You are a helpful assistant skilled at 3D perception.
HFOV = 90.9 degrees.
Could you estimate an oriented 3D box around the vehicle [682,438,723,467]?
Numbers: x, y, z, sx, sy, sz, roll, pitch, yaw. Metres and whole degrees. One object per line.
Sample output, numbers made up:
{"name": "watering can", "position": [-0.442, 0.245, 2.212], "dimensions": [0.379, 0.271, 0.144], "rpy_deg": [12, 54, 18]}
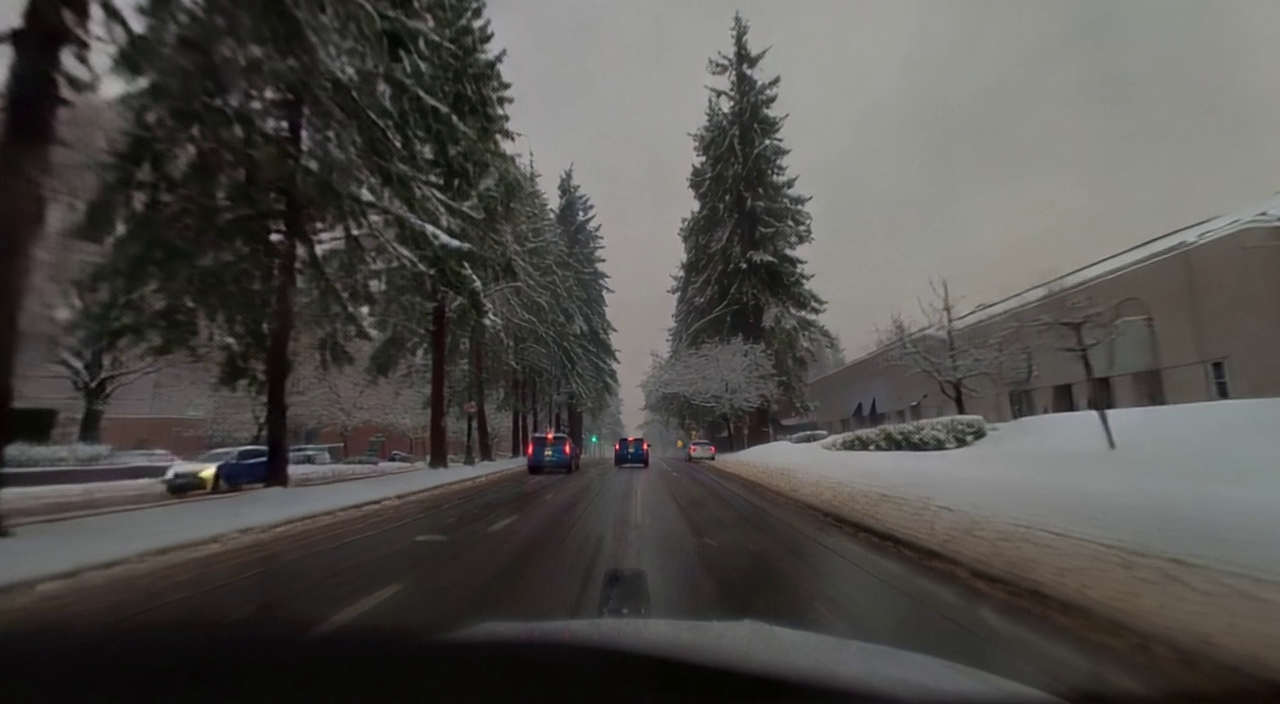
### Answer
{"name": "vehicle", "position": [3.545, 5.737, 36.192], "dimensions": [1.847, 1.554, 4.052], "rpy_deg": [0, -9, -1]}

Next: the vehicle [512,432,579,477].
{"name": "vehicle", "position": [-3.844, 4.274, 26.399], "dimensions": [2.047, 1.710, 4.314], "rpy_deg": [0, -9, 1]}

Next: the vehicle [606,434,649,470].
{"name": "vehicle", "position": [-0.565, 5.031, 31.831], "dimensions": [2.022, 1.700, 4.084], "rpy_deg": [0, -9, 0]}

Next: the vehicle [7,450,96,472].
{"name": "vehicle", "position": [-42.453, 7.860, 45.618], "dimensions": [1.749, 1.468, 4.559], "rpy_deg": [-1, -9, 6]}

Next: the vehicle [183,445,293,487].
{"name": "vehicle", "position": [-19.641, 5.551, 31.152], "dimensions": [2.128, 1.841, 5.012], "rpy_deg": [0, -9, 0]}
